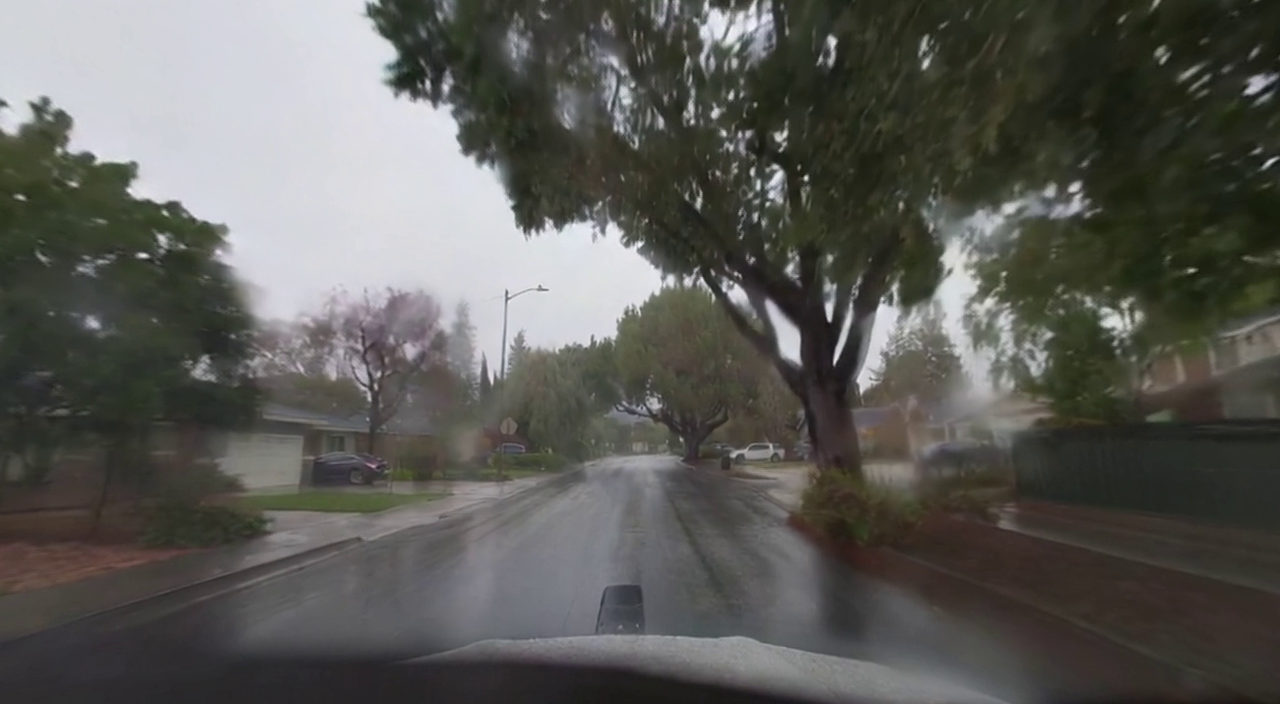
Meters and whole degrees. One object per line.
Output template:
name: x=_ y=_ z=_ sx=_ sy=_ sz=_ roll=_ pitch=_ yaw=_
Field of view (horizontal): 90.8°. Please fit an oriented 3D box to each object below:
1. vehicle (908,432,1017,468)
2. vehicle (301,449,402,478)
vehicle: x=16.475 y=5.001 z=32.418 sx=4.495 sy=1.724 sz=1.943 roll=0 pitch=-9 yaw=-4
vehicle: x=-14.341 y=5.548 z=31.595 sx=4.138 sy=1.355 sz=1.808 roll=0 pitch=-9 yaw=0
